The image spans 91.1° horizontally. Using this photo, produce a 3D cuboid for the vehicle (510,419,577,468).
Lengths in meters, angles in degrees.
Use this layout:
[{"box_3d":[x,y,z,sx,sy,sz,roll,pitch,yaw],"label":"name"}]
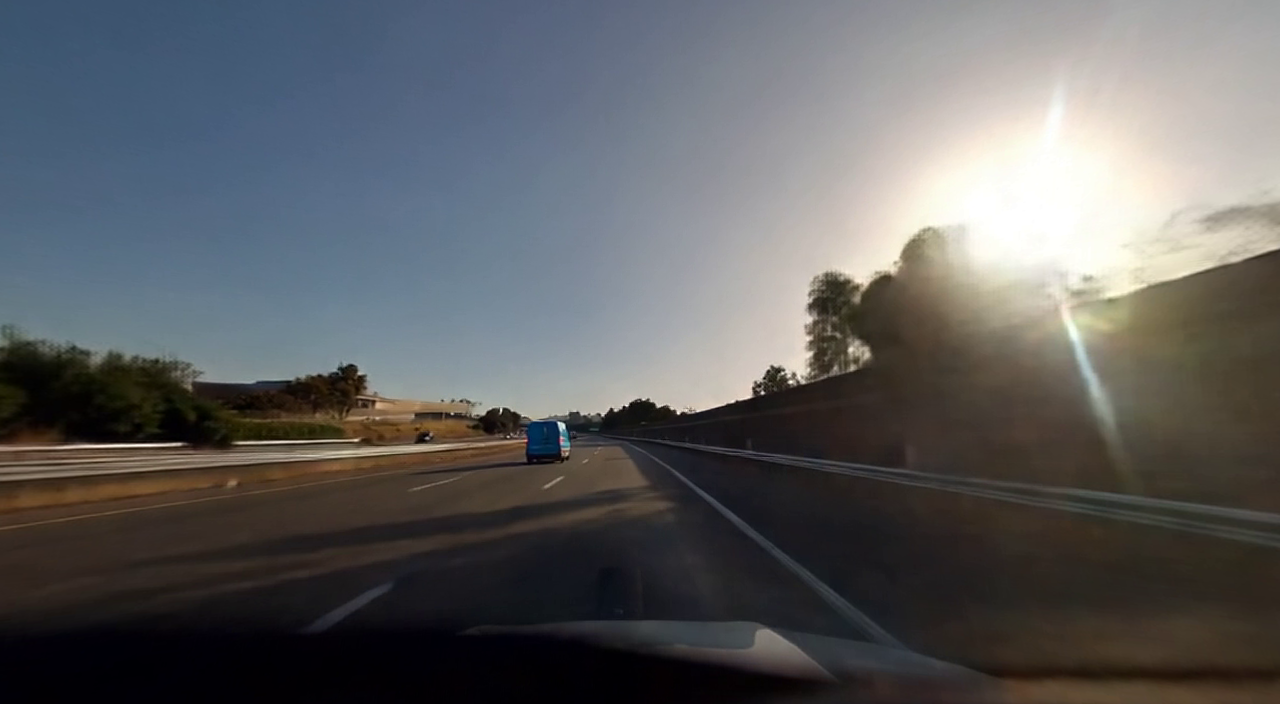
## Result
[{"box_3d":[-4.331,4.202,29.089,2.309,2.053,4.884,0,-8,0],"label":"vehicle"}]
